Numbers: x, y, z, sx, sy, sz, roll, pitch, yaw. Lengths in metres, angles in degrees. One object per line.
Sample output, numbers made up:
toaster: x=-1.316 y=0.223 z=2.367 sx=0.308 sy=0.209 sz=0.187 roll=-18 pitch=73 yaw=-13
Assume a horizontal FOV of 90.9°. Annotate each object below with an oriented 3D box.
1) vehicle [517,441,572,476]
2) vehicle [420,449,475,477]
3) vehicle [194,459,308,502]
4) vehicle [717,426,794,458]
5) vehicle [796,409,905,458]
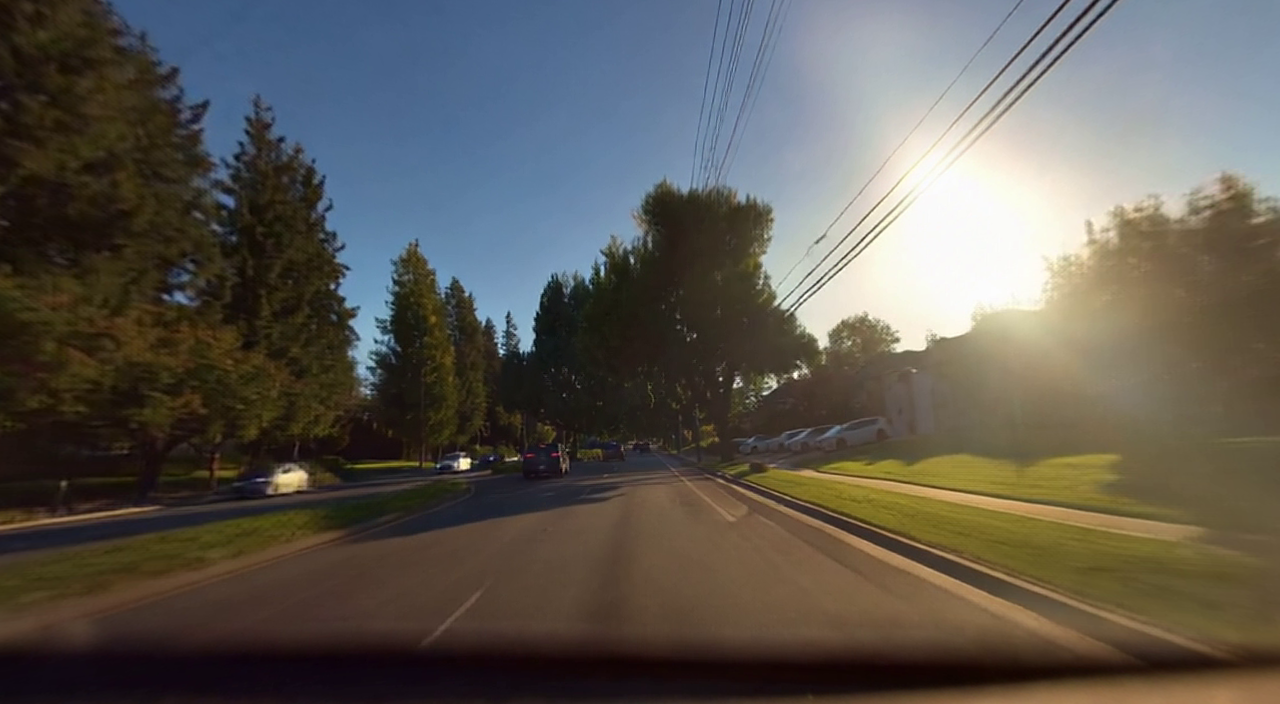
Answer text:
vehicle: x=-4.369 y=4.953 z=29.504 sx=2.084 sy=1.466 sz=4.522 roll=0 pitch=-8 yaw=-3
vehicle: x=-11.203 y=6.448 z=36.933 sx=2.048 sy=1.481 sz=4.543 roll=0 pitch=-8 yaw=-4
vehicle: x=-15.980 y=5.261 z=26.217 sx=1.890 sy=1.490 sz=4.494 roll=-1 pitch=-8 yaw=0
vehicle: x=8.238 y=6.467 z=45.261 sx=4.840 sy=1.583 sz=2.324 roll=-8 pitch=-9 yaw=-3
vehicle: x=10.786 y=4.249 z=32.601 sx=4.610 sy=1.853 sz=2.265 roll=-7 pitch=-9 yaw=-3
